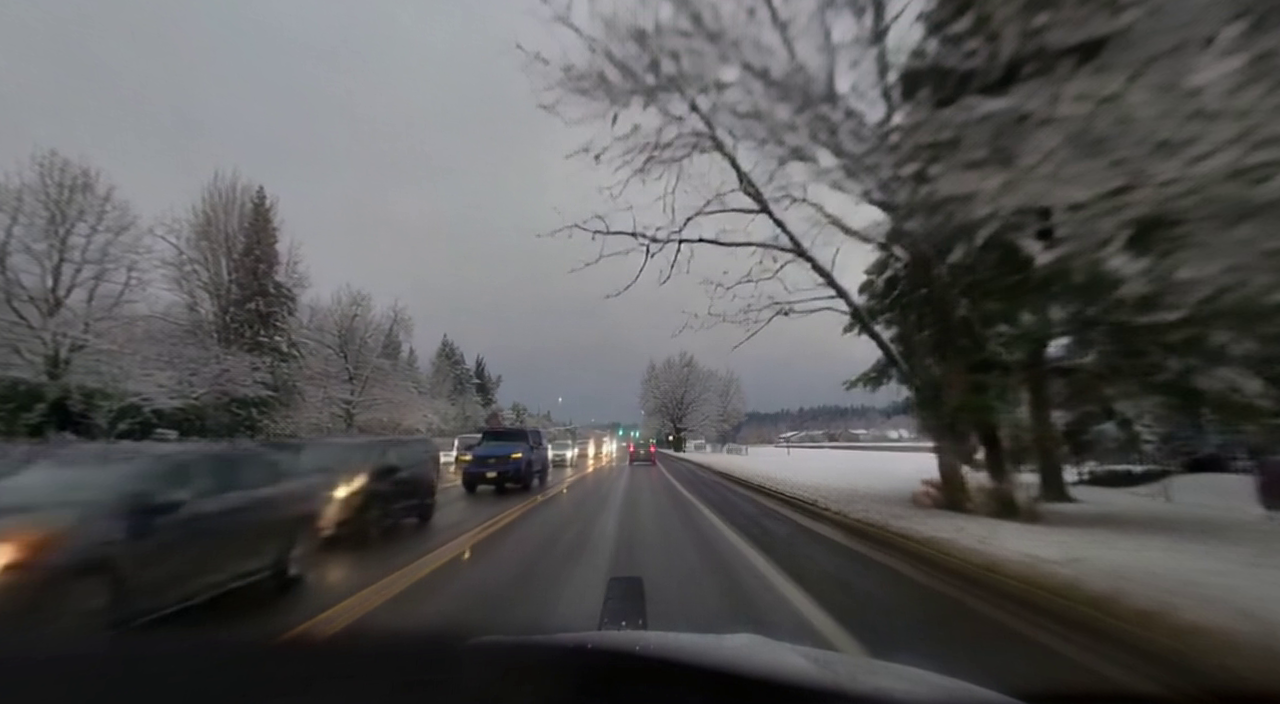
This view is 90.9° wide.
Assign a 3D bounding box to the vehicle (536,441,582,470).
[{"bbox_3d":[-4.438,5.727,35.096,2.068,1.480,4.039,0,-8,0],"label":"vehicle"}]

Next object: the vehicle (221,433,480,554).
[{"bbox_3d":[-4.193,2.097,10.176,1.958,1.472,4.555,0,-8,1],"label":"vehicle"}]

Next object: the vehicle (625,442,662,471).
[{"bbox_3d":[0.178,5.667,34.449,1.875,1.453,3.888,0,-8,0],"label":"vehicle"}]

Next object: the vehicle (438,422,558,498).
[{"bbox_3d":[-3.869,3.074,18.322,2.242,1.852,5.201,0,-8,0],"label":"vehicle"}]

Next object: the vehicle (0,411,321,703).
[{"bbox_3d":[-4.010,1.143,3.759,1.952,1.471,4.334,0,-8,0],"label":"vehicle"}]
